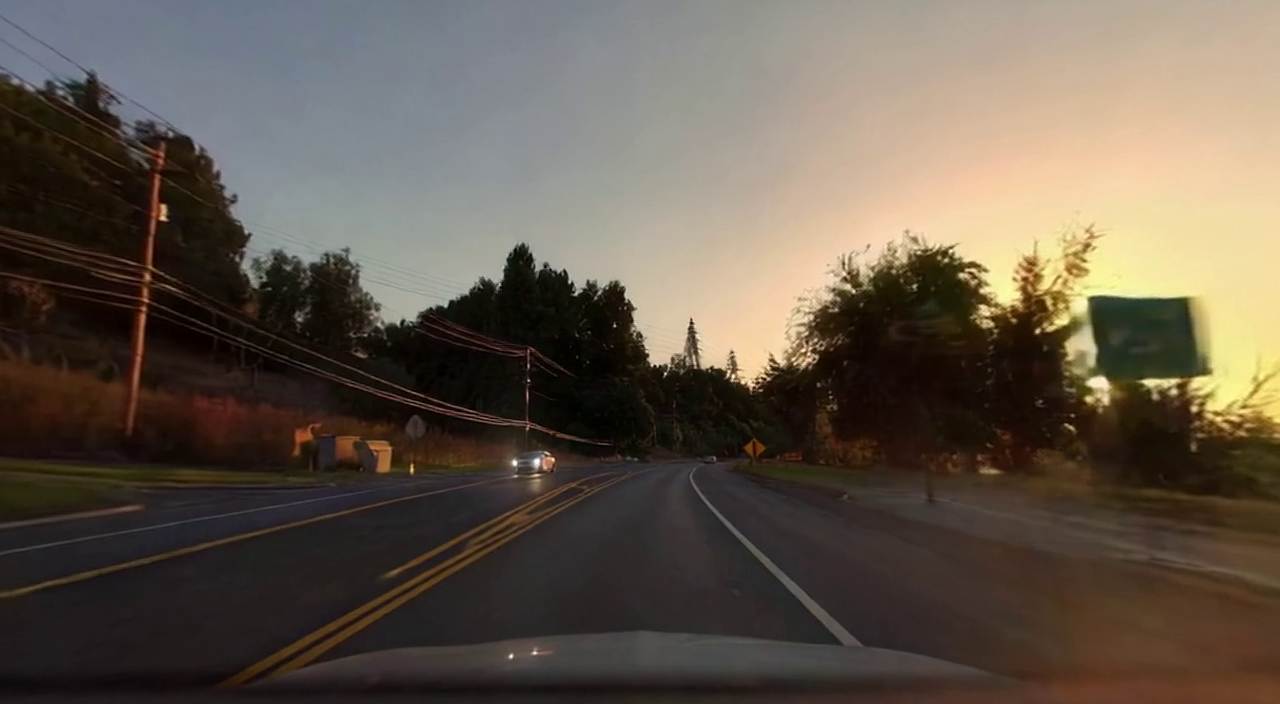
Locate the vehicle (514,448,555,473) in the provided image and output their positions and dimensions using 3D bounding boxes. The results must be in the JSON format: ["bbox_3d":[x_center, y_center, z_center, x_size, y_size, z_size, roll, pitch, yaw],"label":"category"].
[{"bbox_3d":[-7.298,7.525,44.106,2.056,1.677,4.282,0,-9,2],"label":"vehicle"}]
